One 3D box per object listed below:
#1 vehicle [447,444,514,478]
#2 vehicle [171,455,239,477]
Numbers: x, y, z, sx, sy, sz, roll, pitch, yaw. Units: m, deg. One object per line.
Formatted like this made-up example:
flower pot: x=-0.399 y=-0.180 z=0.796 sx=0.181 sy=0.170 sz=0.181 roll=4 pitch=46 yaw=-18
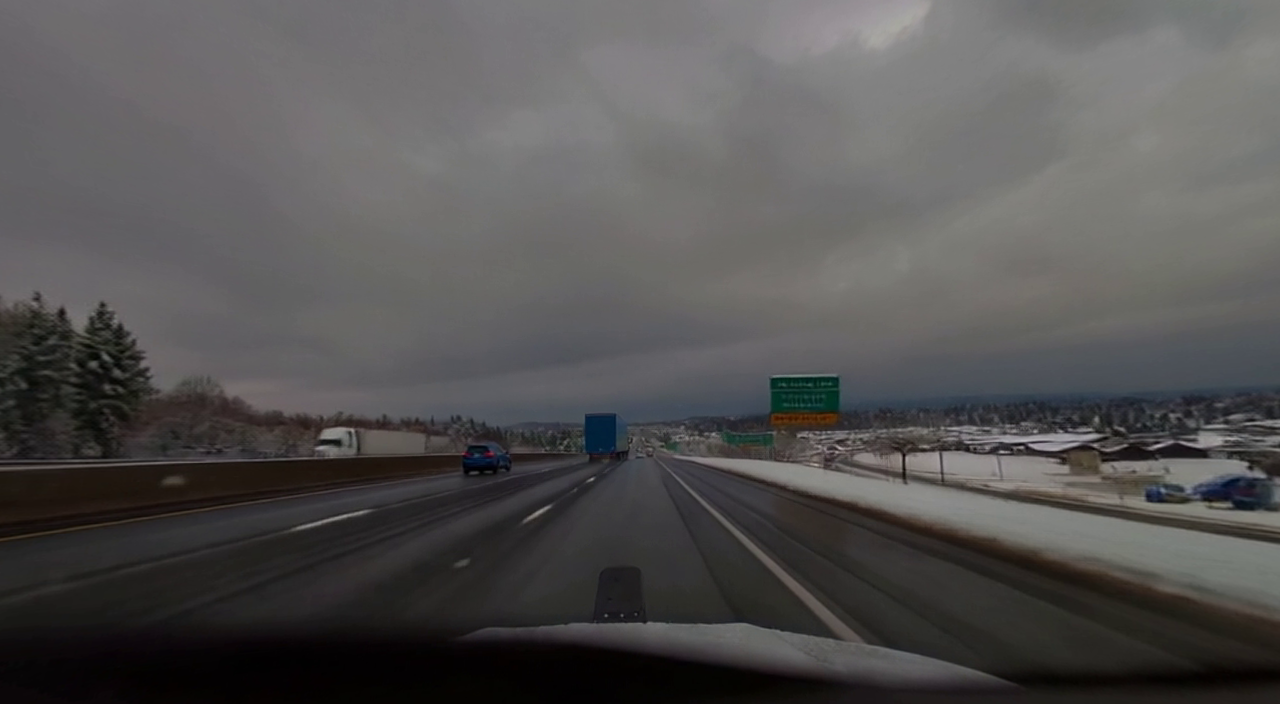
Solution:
vehicle: x=-7.550 y=5.188 z=30.157 sx=1.901 sy=1.467 sz=4.629 roll=-1 pitch=-8 yaw=1
vehicle: x=-31.123 y=8.138 z=45.036 sx=1.814 sy=1.421 sz=4.156 roll=-1 pitch=-8 yaw=2
